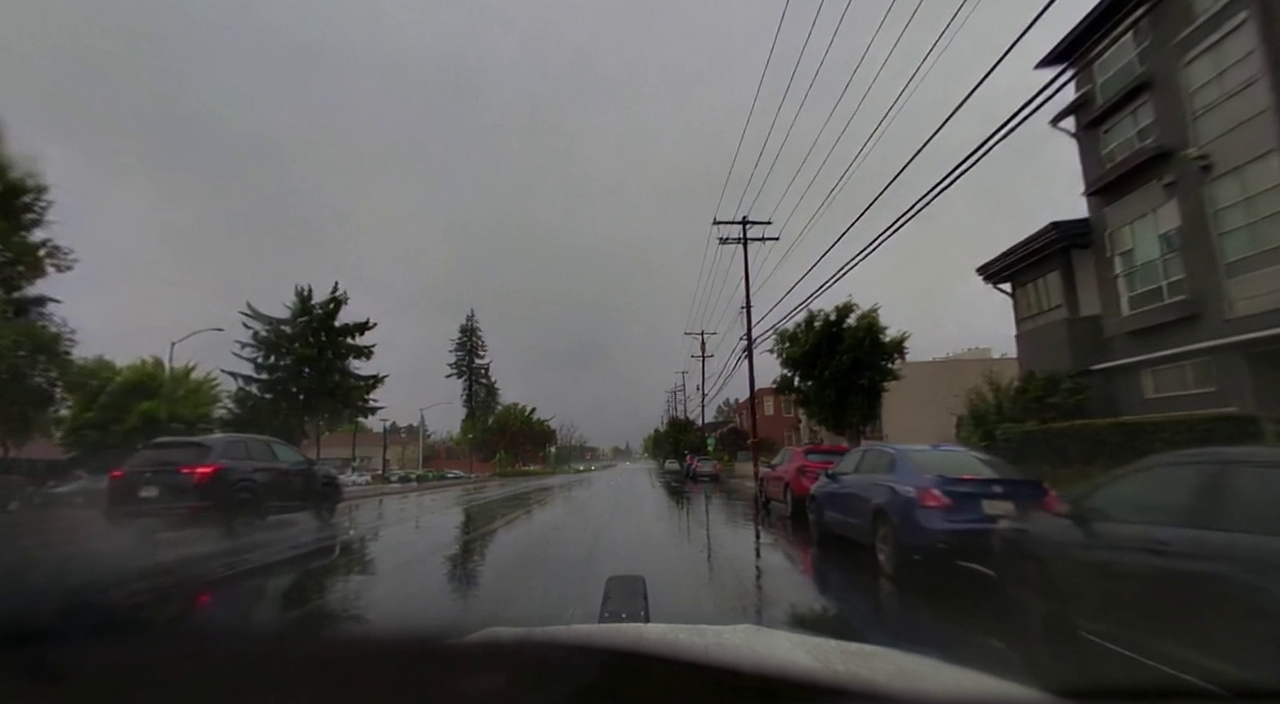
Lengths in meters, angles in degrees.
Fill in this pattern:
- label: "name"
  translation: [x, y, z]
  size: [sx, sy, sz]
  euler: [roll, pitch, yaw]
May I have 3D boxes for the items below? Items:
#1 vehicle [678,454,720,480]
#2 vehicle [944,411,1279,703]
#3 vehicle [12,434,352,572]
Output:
- label: "vehicle"
  translation: [3.727, 7.351, 40.523]
  size: [2.259, 1.500, 4.474]
  euler: [0, -8, 0]
- label: "vehicle"
  translation: [3.357, 0.992, 2.565]
  size: [2.016, 1.477, 4.620]
  euler: [-1, -8, 1]
- label: "vehicle"
  translation: [-6.699, 2.188, 10.080]
  size: [2.000, 1.671, 4.497]
  euler: [0, -8, 0]
